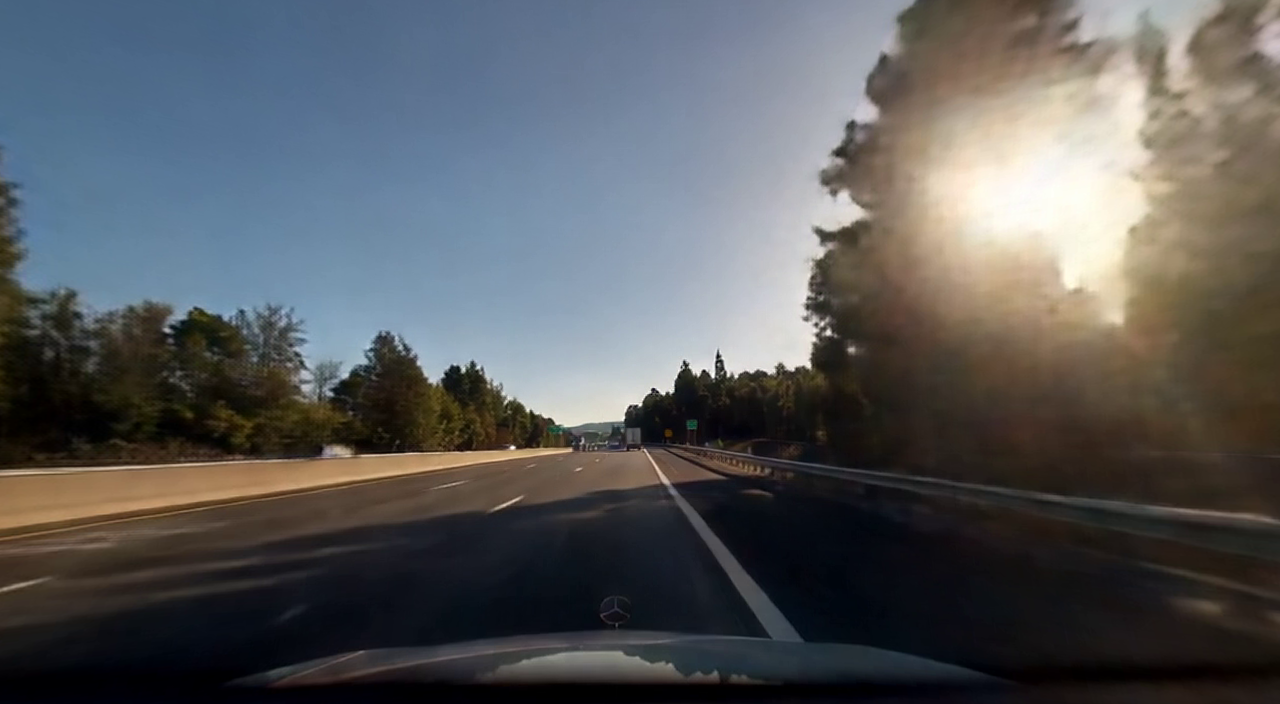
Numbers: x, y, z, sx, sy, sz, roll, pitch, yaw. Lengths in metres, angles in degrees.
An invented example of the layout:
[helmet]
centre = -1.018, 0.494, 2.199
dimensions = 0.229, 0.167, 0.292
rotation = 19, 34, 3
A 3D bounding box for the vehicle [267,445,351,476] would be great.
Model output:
[vehicle]
centre = -17.360, 5.674, 33.307
dimensions = 1.897, 1.479, 4.598
rotation = -1, -8, 1
